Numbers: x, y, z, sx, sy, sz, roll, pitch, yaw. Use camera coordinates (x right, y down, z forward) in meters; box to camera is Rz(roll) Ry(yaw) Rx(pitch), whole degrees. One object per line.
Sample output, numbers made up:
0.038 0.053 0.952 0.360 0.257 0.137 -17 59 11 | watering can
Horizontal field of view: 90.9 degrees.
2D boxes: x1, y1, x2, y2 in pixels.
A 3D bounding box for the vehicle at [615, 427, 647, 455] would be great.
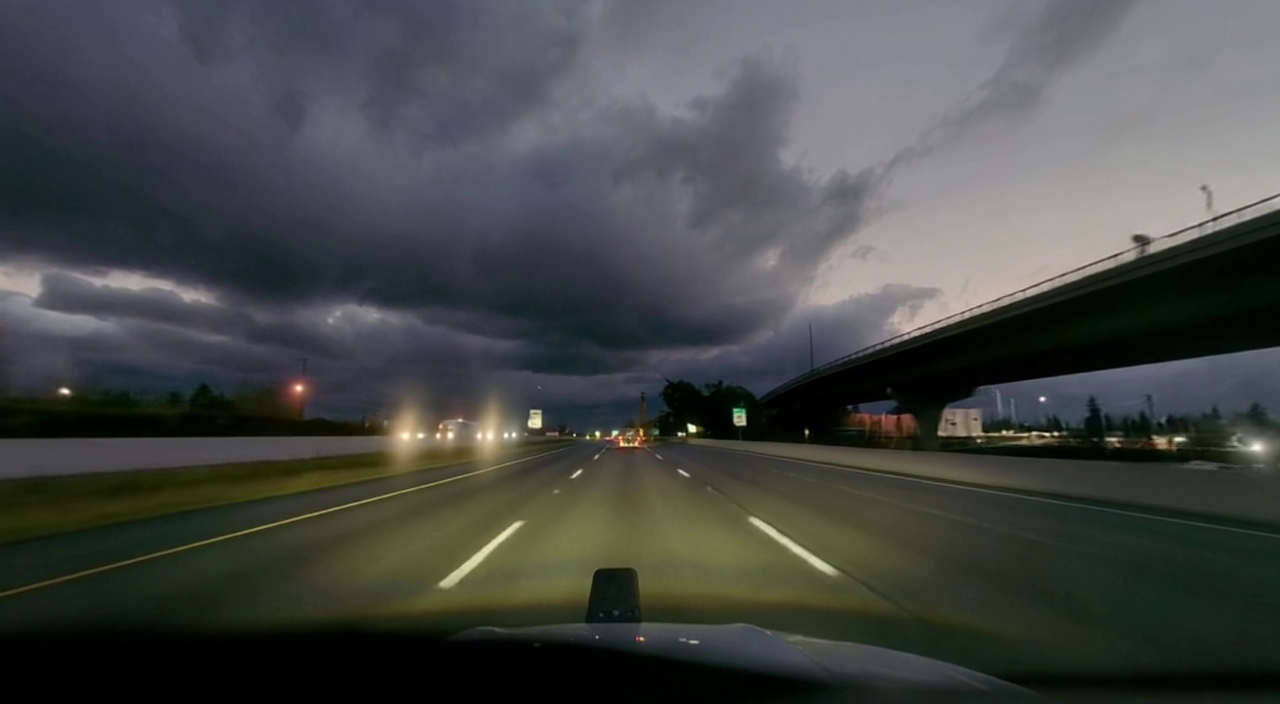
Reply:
-0.717 6.540 46.348 2.277 1.913 4.510 0 -8 -2 | vehicle
